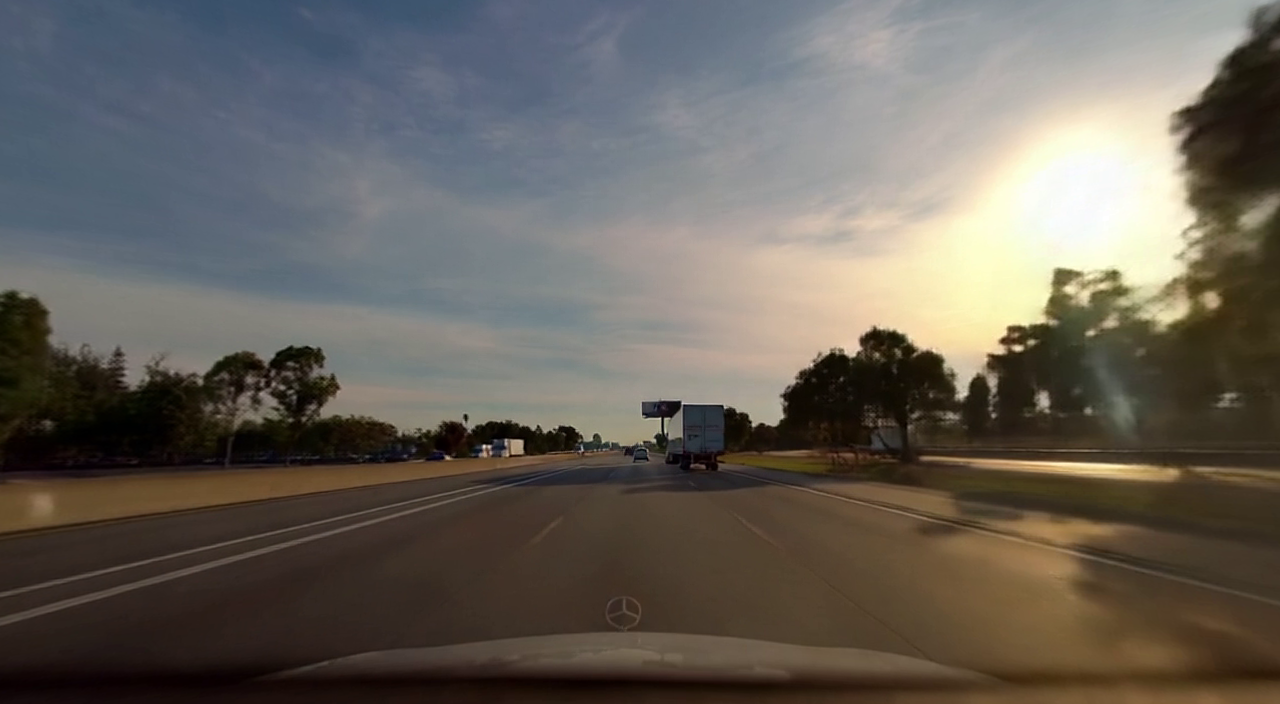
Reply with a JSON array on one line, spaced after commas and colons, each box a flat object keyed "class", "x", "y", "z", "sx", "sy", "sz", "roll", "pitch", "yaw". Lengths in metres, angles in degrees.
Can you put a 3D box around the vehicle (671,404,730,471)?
[{"class": "vehicle", "x": 4.247, "y": 6.487, "z": 47.316, "sx": 3.058, "sy": 4.312, "sz": 12.251, "roll": 0, "pitch": -9, "yaw": 0}]
